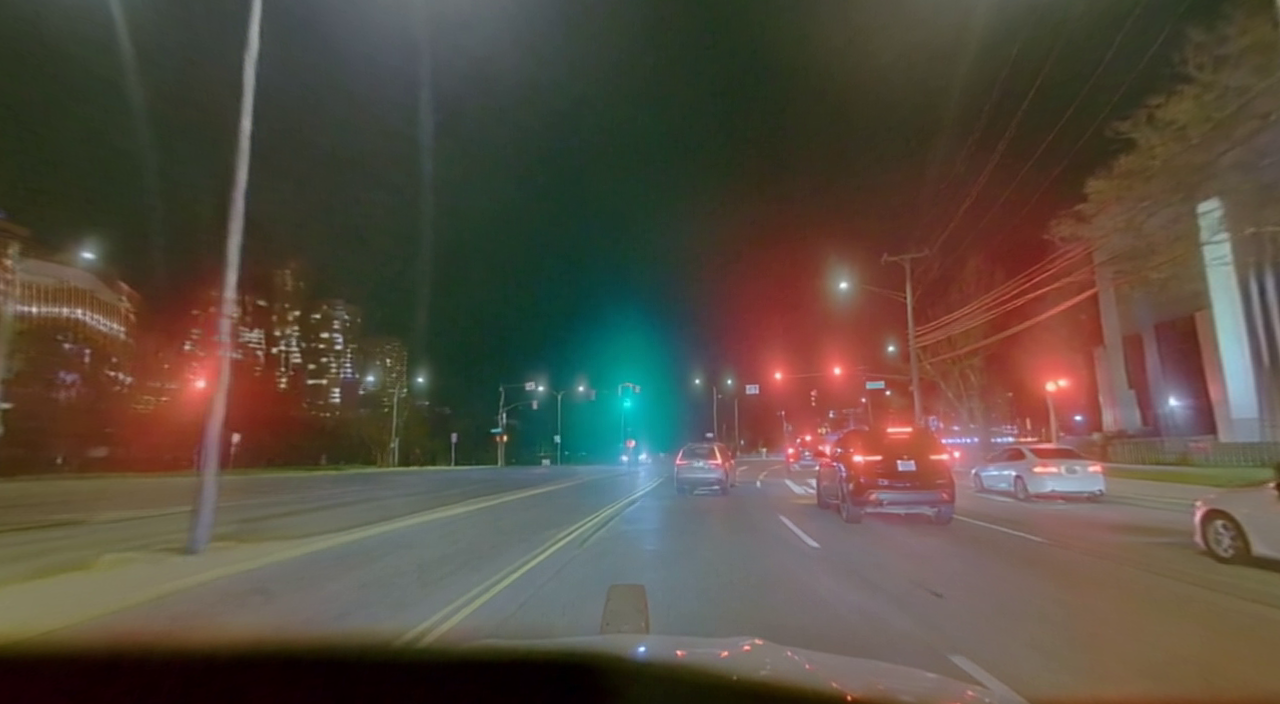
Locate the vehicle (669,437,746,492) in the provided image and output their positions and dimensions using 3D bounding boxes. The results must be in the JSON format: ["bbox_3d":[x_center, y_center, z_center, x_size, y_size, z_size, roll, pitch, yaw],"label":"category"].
[{"bbox_3d":[2.238,3.494,19.952,2.168,1.527,4.174,-1,-9,9],"label":"vehicle"}]

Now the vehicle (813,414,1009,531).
[{"bbox_3d":[4.902,2.246,12.352,2.119,1.810,4.848,-1,-9,6],"label":"vehicle"}]

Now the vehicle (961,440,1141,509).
[{"bbox_3d":[10.113,3.004,16.042,1.882,1.463,4.543,-1,-9,6],"label":"vehicle"}]

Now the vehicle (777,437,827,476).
[{"bbox_3d":[7.305,4.726,28.694,1.896,1.612,4.203,-1,-9,11],"label":"vehicle"}]
